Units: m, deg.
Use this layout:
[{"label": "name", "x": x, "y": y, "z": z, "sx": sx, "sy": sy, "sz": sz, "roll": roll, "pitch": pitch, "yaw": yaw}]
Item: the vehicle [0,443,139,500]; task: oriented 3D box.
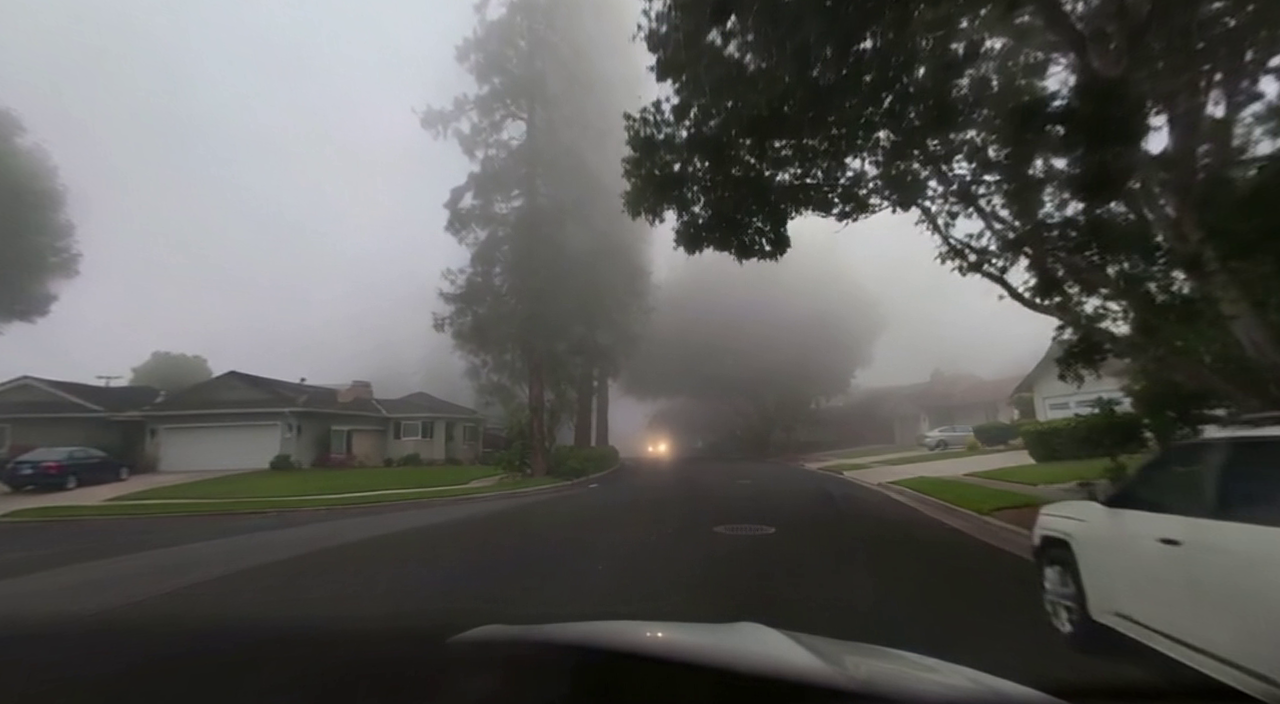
[{"label": "vehicle", "x": -20.704, "y": 4.168, "z": 22.471, "sx": 2.021, "sy": 1.798, "sz": 4.491, "roll": 0, "pitch": -9, "yaw": -1}]

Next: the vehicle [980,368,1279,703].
[{"label": "vehicle", "x": 3.819, "y": 1.027, "z": 3.225, "sx": 2.053, "sy": 1.737, "sz": 4.375, "roll": -1, "pitch": -9, "yaw": 6}]
